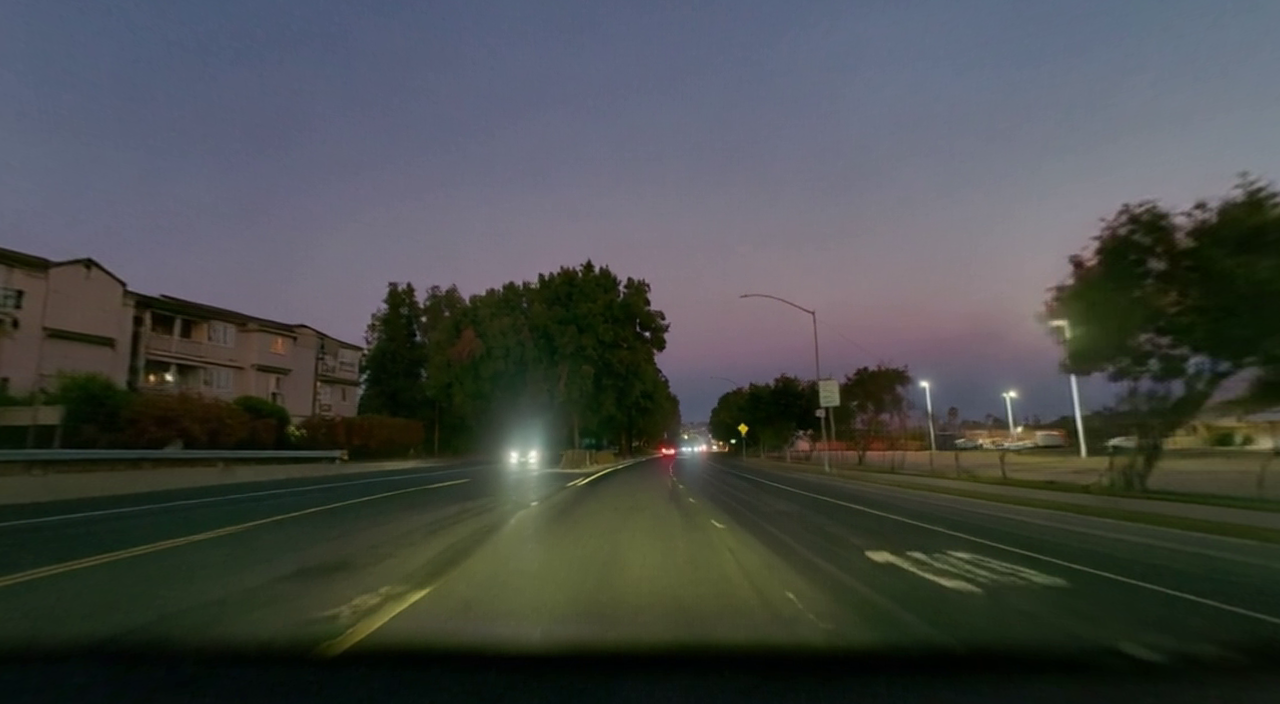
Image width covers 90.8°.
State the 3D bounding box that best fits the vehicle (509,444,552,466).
[{"bbox_3d":[-8.478,8.007,49.294,2.181,1.635,4.542,-1,-8,5],"label":"vehicle"}]
